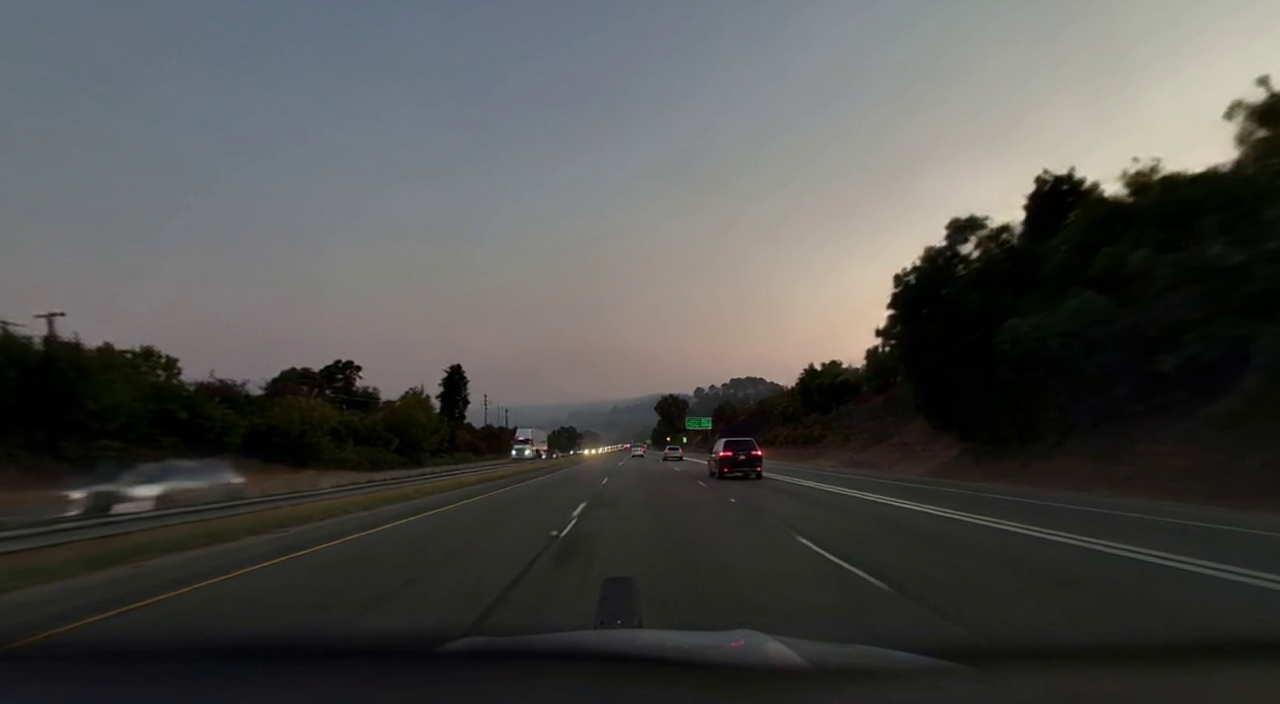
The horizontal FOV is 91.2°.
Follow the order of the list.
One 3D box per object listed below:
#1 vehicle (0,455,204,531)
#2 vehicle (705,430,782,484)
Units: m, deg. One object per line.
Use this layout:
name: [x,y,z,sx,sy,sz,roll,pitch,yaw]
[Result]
vehicle: [-12.870,3.307,15.189,1.817,1.546,3.767,0,-9,0]
vehicle: [4.038,4.227,25.382,2.177,1.914,5.245,0,-9,0]
